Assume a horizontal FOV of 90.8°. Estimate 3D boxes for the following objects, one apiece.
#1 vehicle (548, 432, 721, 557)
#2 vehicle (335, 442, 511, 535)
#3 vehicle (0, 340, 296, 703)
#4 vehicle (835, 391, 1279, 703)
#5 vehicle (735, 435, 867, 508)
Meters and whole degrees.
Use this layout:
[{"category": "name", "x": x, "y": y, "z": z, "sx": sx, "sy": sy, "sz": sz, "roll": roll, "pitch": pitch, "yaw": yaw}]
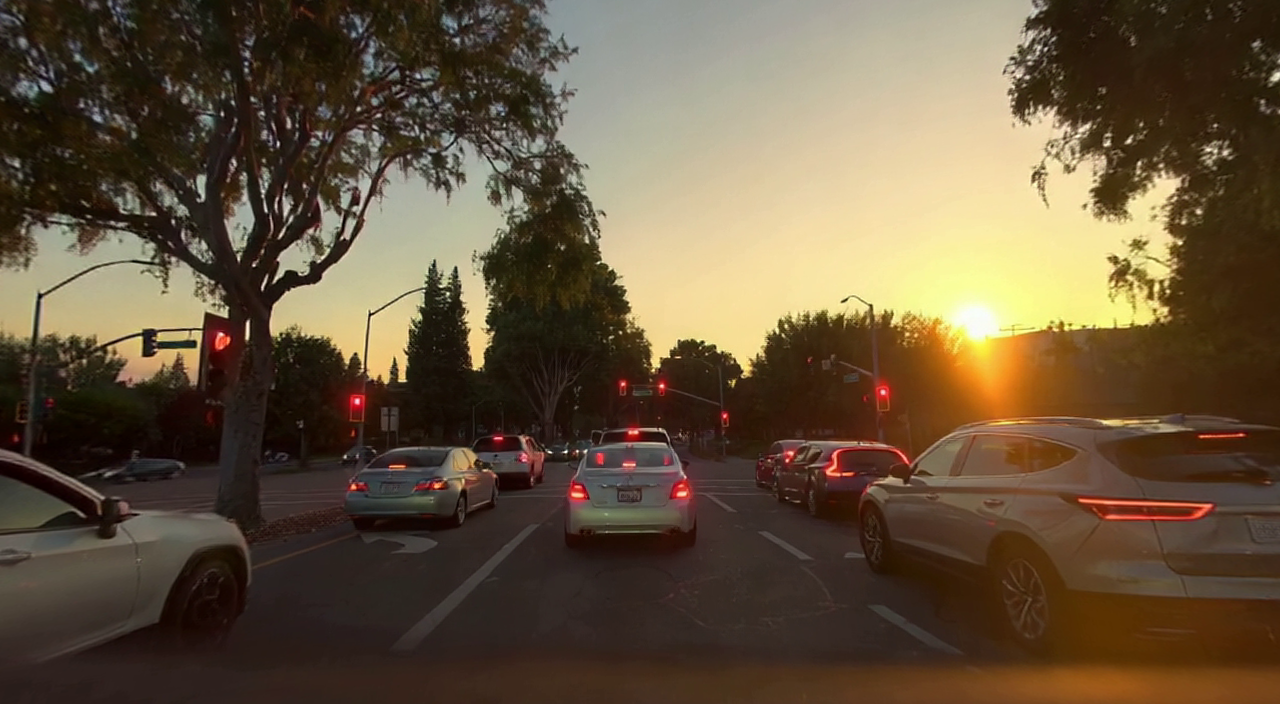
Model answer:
[{"category": "vehicle", "x": -0.079, "y": 2.003, "z": 9.602, "sx": 2.061, "sy": 1.470, "sz": 3.970, "roll": 0, "pitch": -8, "yaw": 0}, {"category": "vehicle", "x": -3.925, "y": 2.511, "z": 12.334, "sx": 1.919, "sy": 1.459, "sz": 4.371, "roll": 0, "pitch": -8, "yaw": -1}, {"category": "vehicle", "x": -3.656, "y": 0.838, "z": 2.549, "sx": 2.047, "sy": 1.764, "sz": 4.369, "roll": 0, "pitch": -8, "yaw": 0}, {"category": "vehicle", "x": 3.385, "y": 1.310, "z": 5.428, "sx": 1.933, "sy": 1.564, "sz": 4.600, "roll": 0, "pitch": -8, "yaw": 0}, {"category": "vehicle", "x": 3.648, "y": 2.778, "z": 15.247, "sx": 1.922, "sy": 1.472, "sz": 4.440, "roll": 0, "pitch": -8, "yaw": -1}]
